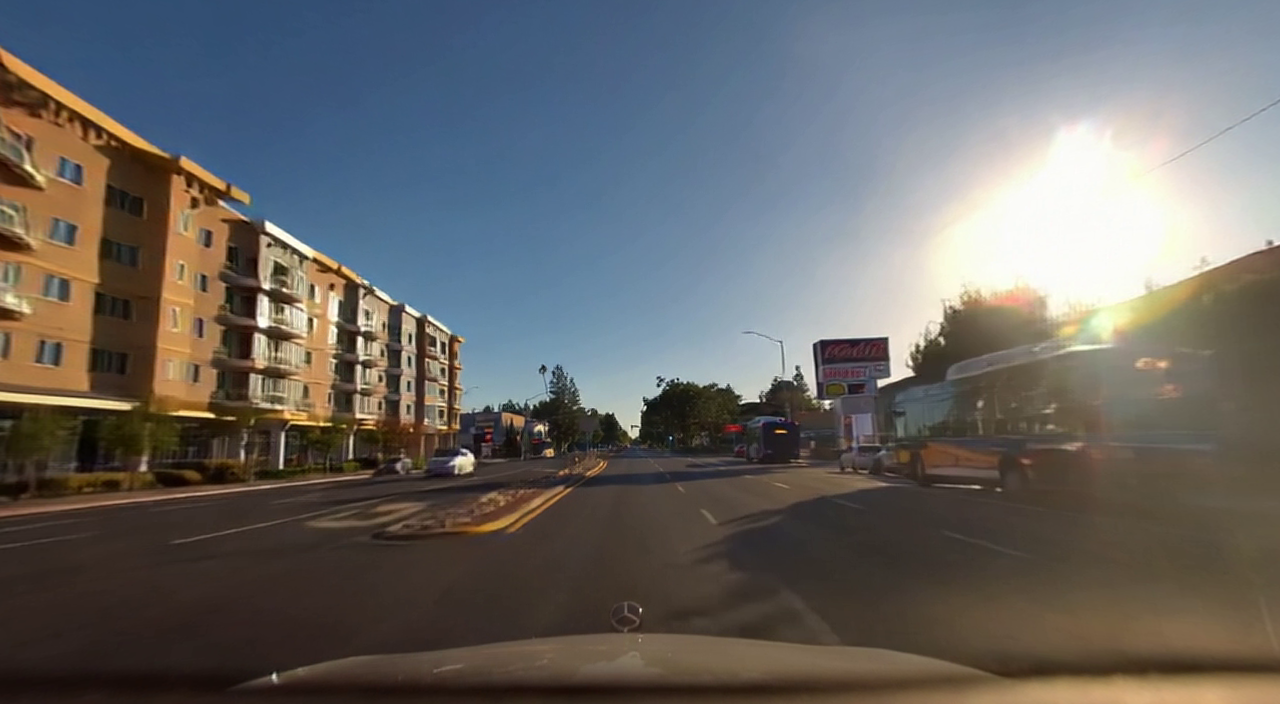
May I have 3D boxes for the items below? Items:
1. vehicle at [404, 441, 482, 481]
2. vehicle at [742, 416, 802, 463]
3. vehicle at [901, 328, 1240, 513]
[{"bbox_3d":[-8.931,4.967,29.174,1.939,1.643,4.975,0,-8,1],"label":"vehicle"},{"bbox_3d":[9.791,6.610,47.604,2.923,3.249,6.993,0,-8,0],"label":"vehicle"},{"bbox_3d":[9.944,1.855,16.214,2.897,3.584,7.857,0,-8,-2],"label":"vehicle"}]
